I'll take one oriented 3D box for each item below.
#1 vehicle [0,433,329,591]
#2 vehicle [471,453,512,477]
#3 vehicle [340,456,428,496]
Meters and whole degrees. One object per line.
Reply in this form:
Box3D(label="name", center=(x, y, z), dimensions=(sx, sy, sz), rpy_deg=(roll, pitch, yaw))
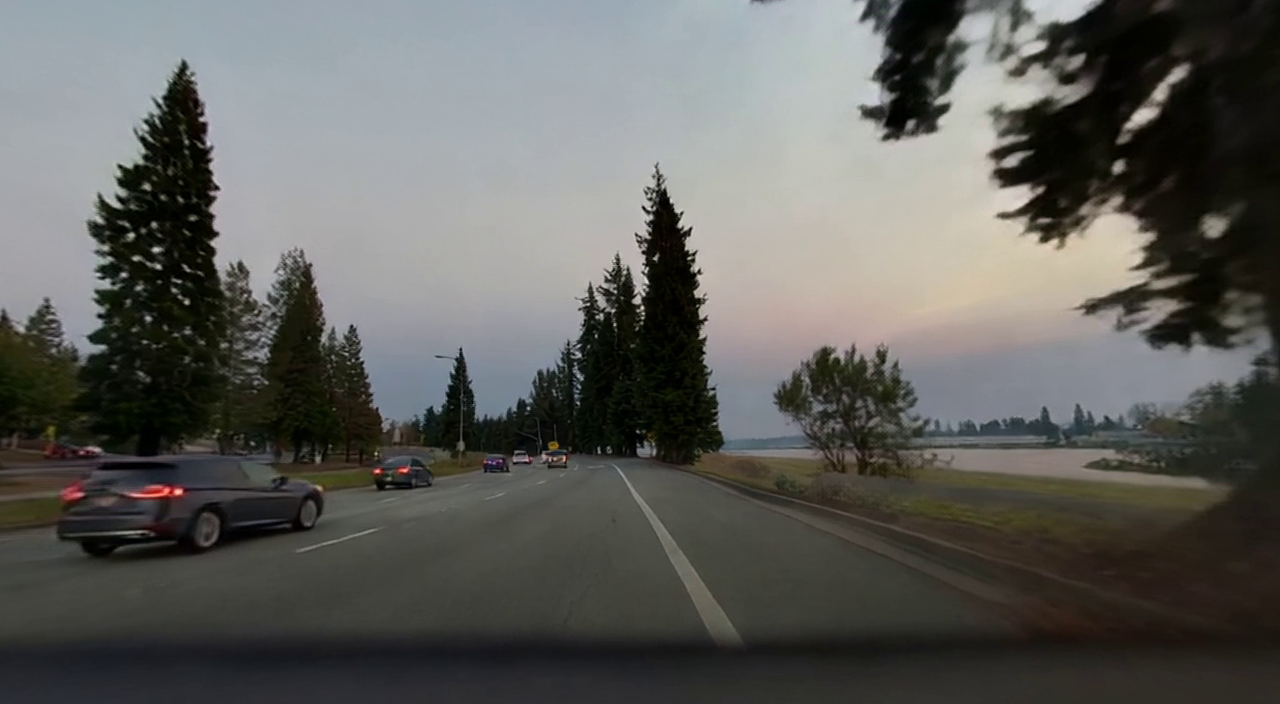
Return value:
Box3D(label="vehicle", center=(-7.068, 2.134, 9.470), dimensions=(2.210, 1.737, 4.649), rpy_deg=(-1, -8, 3))
Box3D(label="vehicle", center=(-10.800, 8.242, 46.209), dimensions=(1.886, 1.535, 4.742), rpy_deg=(0, -8, -1))
Box3D(label="vehicle", center=(-10.839, 5.241, 27.118), dimensions=(1.781, 1.476, 4.513), rpy_deg=(0, -8, 2))
